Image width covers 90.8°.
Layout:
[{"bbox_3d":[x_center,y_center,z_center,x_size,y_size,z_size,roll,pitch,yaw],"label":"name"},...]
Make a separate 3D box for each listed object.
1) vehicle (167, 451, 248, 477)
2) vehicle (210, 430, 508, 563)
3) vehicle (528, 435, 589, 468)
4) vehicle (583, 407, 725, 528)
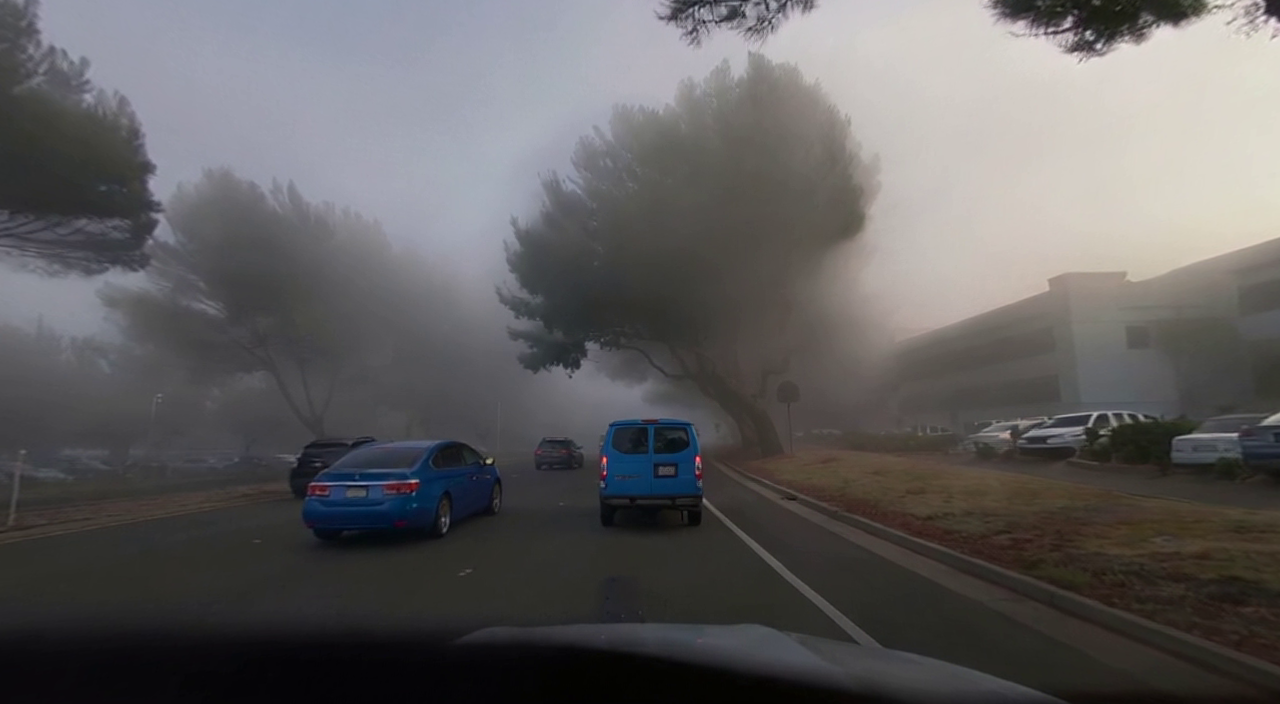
[{"bbox_3d":[-32.779,8.456,48.099,1.977,1.788,4.978,-2,-9,13],"label":"vehicle"},{"bbox_3d":[-3.671,1.975,9.526,1.991,1.459,4.813,-1,-9,4],"label":"vehicle"},{"bbox_3d":[-4.456,5.519,35.183,2.116,1.714,4.757,-1,-9,9],"label":"vehicle"},{"bbox_3d":[0.291,2.087,11.824,2.173,1.830,4.189,0,-9,2],"label":"vehicle"}]
